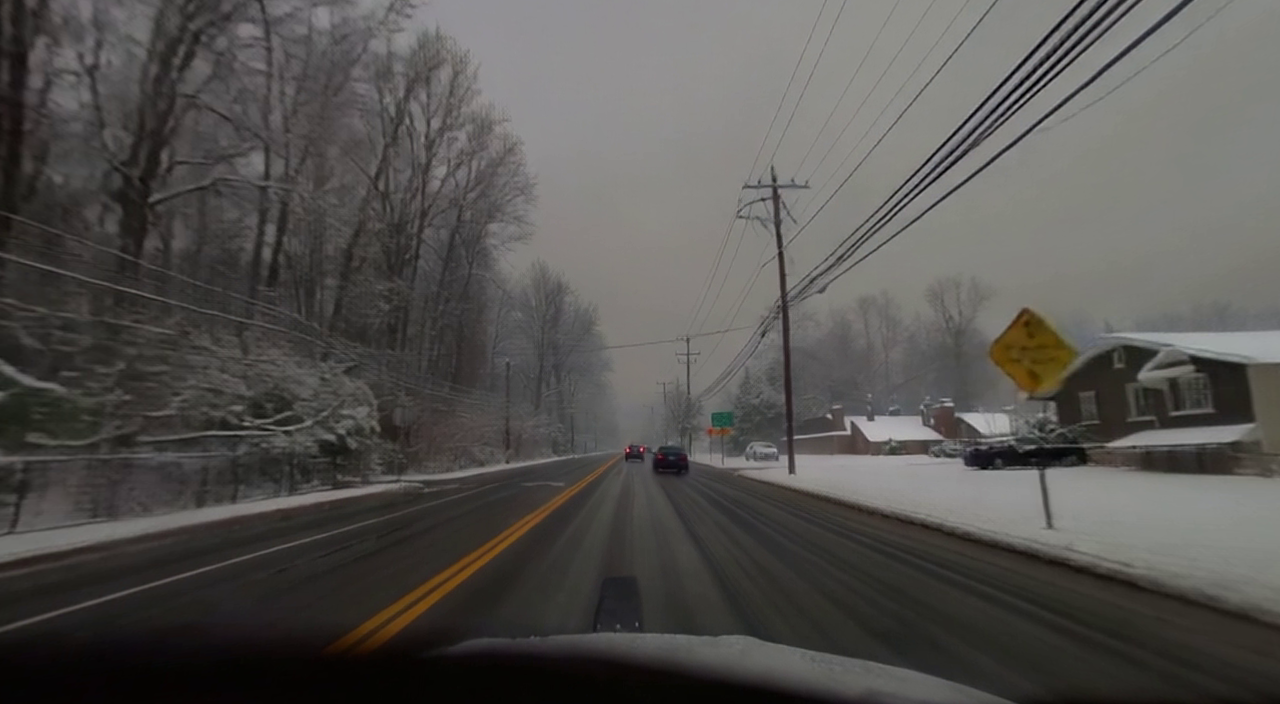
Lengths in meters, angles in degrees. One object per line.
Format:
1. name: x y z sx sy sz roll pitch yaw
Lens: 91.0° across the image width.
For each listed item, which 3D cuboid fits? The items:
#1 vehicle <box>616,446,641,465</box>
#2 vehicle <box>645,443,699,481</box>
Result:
1. vehicle: -0.882 8.219 49.919 1.927 1.453 3.848 0 -9 0
2. vehicle: 1.283 4.701 27.140 1.975 1.497 3.647 0 -9 -3
